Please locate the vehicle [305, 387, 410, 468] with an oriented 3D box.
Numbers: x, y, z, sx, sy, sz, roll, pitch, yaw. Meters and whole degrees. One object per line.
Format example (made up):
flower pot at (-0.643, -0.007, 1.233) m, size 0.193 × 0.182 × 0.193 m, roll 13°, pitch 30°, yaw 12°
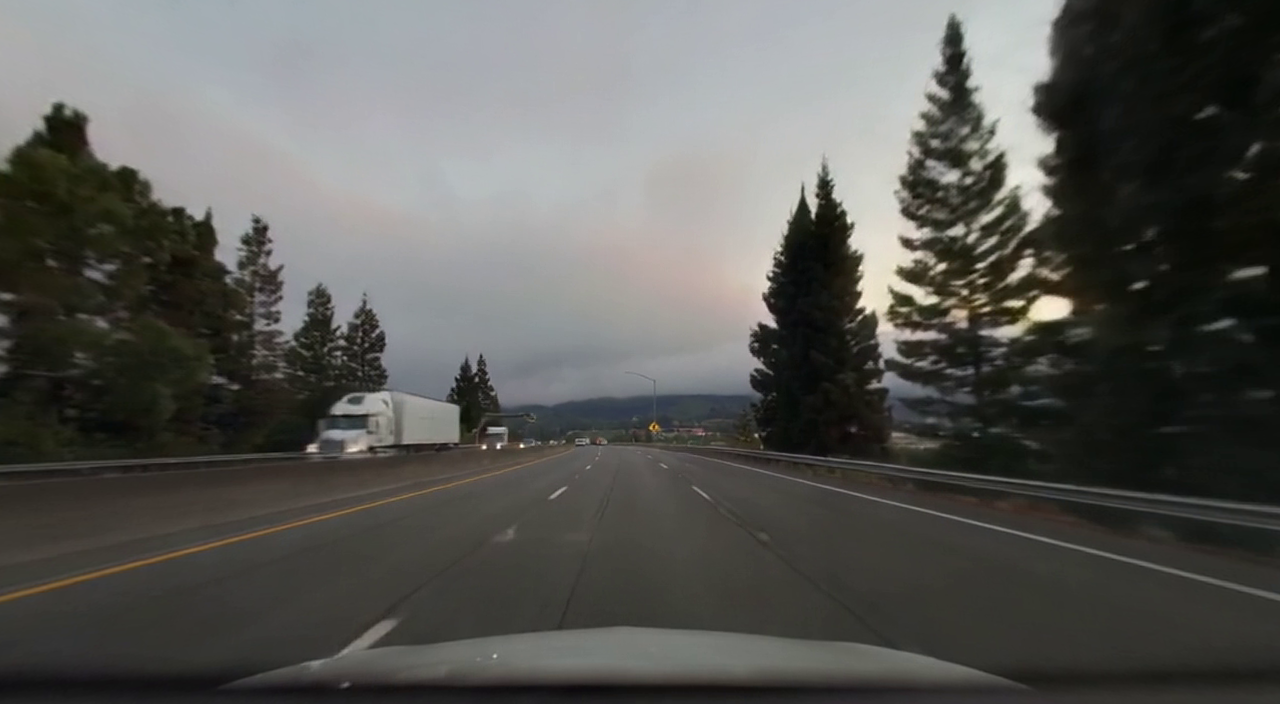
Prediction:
vehicle at (-15.009, 4.119, 34.028) m, size 3.001 × 3.939 × 5.925 m, roll 0°, pitch -8°, yaw -3°
